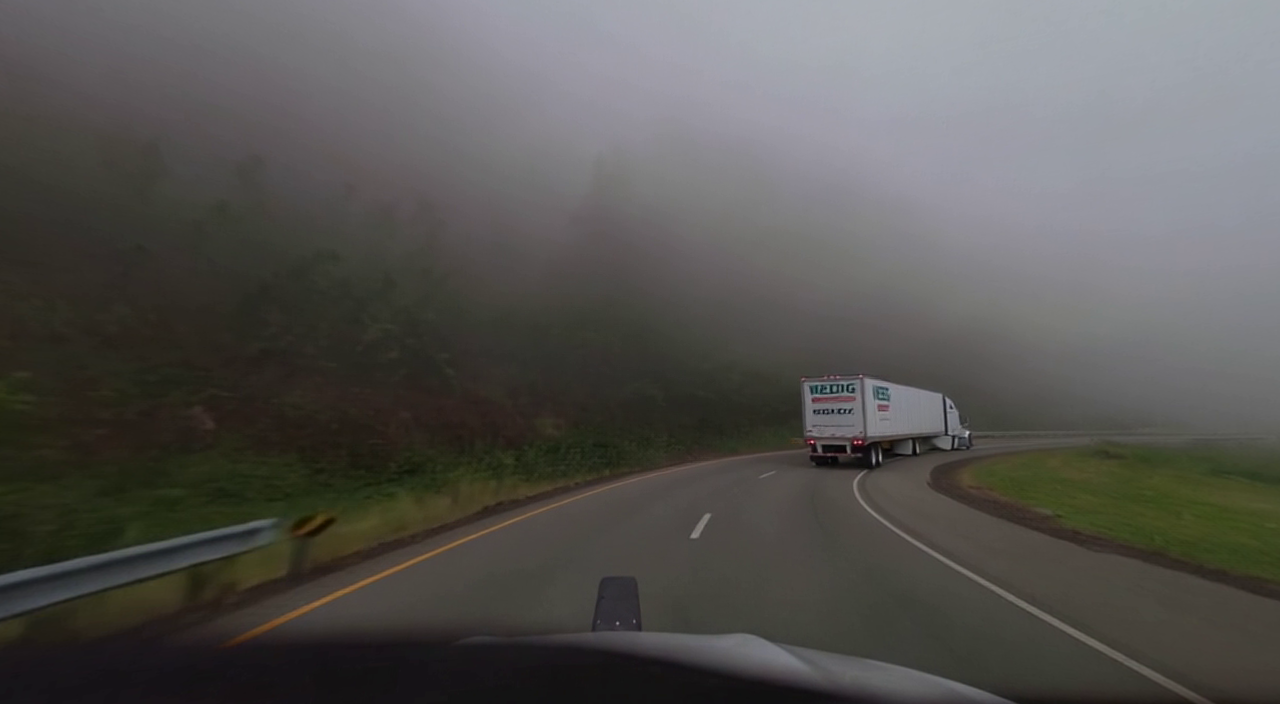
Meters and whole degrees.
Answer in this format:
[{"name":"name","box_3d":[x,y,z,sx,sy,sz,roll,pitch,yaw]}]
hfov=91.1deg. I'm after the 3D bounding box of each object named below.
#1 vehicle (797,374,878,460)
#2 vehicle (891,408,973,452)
[{"name":"vehicle","box_3d":[9.363,3.121,29.714,2.963,3.771,3.137,-4,-9,28]},{"name":"vehicle","box_3d":[18.154,4.841,38.848,6.650,2.524,2.120,7,-10,-43]}]
